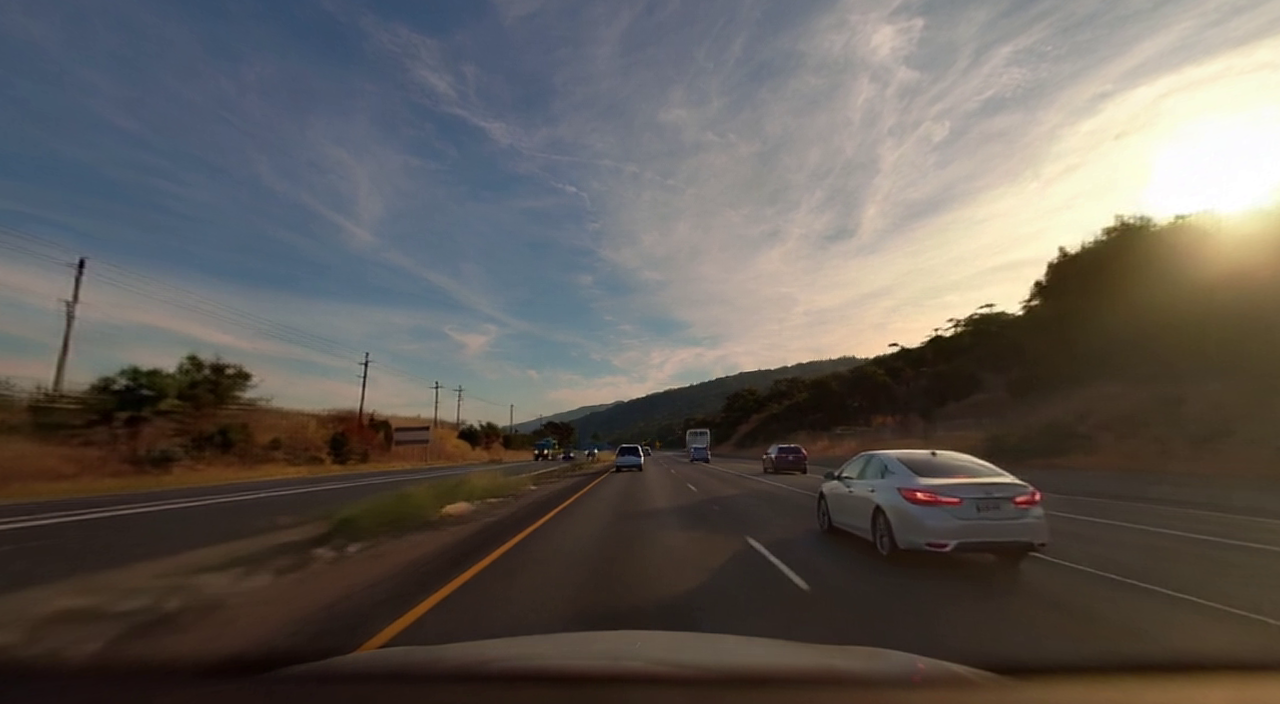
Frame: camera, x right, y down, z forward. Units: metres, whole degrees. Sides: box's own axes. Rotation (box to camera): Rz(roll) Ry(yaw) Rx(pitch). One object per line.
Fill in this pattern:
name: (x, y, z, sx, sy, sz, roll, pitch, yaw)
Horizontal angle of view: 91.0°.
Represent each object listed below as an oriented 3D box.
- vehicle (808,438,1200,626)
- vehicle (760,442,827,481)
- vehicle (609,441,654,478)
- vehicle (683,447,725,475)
vehicle: (3.443, 1.748, 7.093, 2.004, 1.471, 4.032, 0, -9, 0)
vehicle: (6.899, 4.959, 28.790, 1.975, 1.650, 4.257, 0, -9, 0)
vehicle: (-0.365, 5.364, 31.656, 2.142, 1.724, 4.344, 0, -9, 1)
vehicle: (3.726, 6.433, 37.492, 2.047, 1.540, 4.294, 0, -9, 0)
